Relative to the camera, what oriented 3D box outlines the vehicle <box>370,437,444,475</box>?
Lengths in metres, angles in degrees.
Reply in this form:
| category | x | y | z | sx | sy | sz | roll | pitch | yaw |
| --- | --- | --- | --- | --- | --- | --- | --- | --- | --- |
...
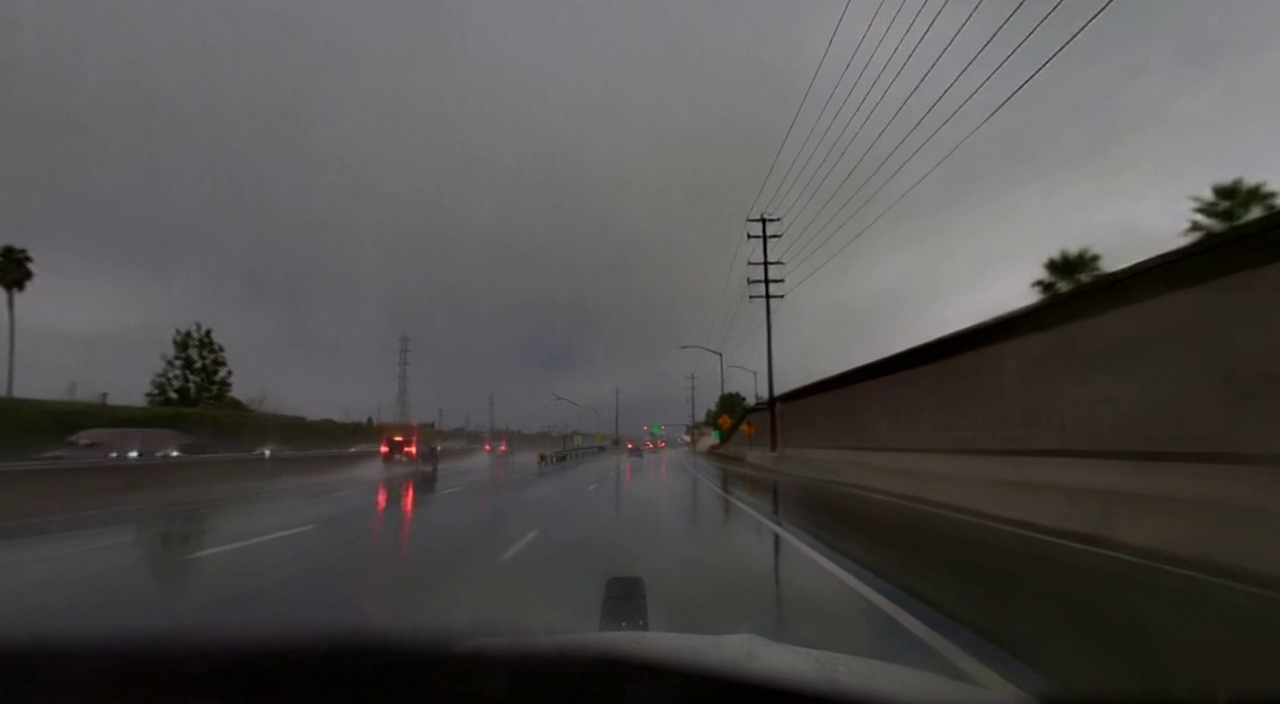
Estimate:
| category | x | y | z | sx | sy | sz | roll | pitch | yaw |
| --- | --- | --- | --- | --- | --- | --- | --- | --- | --- |
| vehicle | -10.544 | 4.726 | 28.853 | 2.029 | 1.609 | 3.935 | 0 | -8 | -4 |
